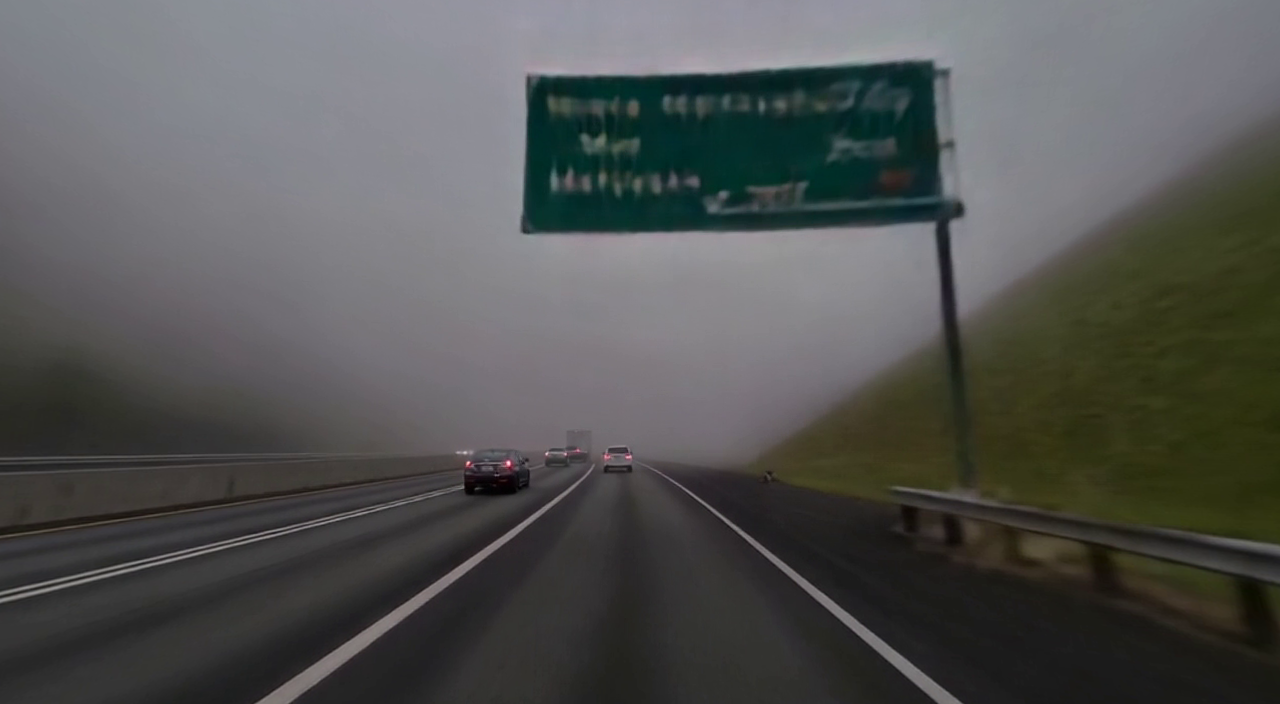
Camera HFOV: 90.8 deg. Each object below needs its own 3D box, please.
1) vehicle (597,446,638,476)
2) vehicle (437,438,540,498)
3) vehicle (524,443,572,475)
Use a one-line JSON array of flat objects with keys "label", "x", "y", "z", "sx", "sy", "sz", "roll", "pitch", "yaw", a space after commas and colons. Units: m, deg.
[{"label": "vehicle", "x": -1.184, "y": 5.587, "z": 32.581, "sx": 1.988, "sy": 1.440, "sz": 4.201, "roll": 0, "pitch": -9, "yaw": -2}, {"label": "vehicle", "x": -4.523, "y": 3.537, "z": 19.587, "sx": 2.208, "sy": 1.619, "sz": 4.162, "roll": 0, "pitch": -9, "yaw": -1}, {"label": "vehicle", "x": -5.001, "y": 5.842, "z": 34.686, "sx": 2.118, "sy": 1.624, "sz": 4.032, "roll": 0, "pitch": -9, "yaw": -1}]
